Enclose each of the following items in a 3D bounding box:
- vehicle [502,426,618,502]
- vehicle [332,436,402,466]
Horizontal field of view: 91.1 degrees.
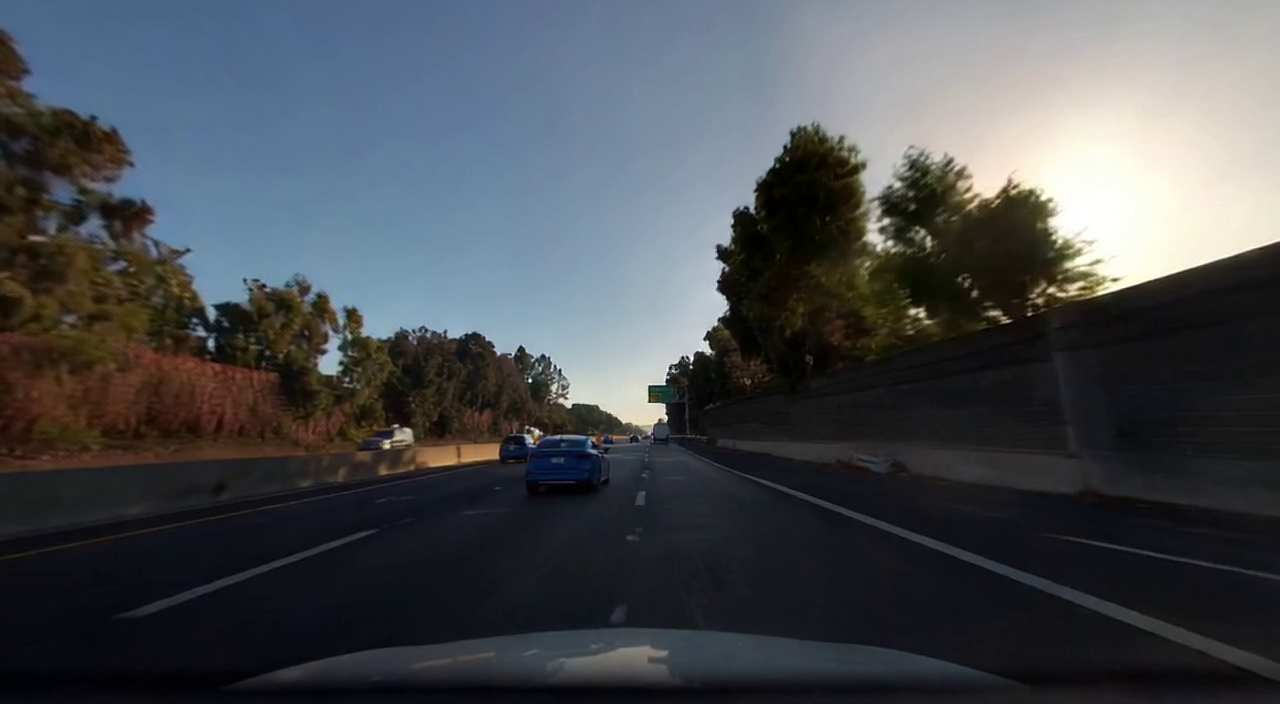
[{"bbox_3d":[-1.675,2.507,14.586,2.079,1.500,3.881,0,-8,2],"label":"vehicle"},{"bbox_3d":[-15.321,5.552,35.487,2.035,1.566,4.061,0,-8,1],"label":"vehicle"}]
